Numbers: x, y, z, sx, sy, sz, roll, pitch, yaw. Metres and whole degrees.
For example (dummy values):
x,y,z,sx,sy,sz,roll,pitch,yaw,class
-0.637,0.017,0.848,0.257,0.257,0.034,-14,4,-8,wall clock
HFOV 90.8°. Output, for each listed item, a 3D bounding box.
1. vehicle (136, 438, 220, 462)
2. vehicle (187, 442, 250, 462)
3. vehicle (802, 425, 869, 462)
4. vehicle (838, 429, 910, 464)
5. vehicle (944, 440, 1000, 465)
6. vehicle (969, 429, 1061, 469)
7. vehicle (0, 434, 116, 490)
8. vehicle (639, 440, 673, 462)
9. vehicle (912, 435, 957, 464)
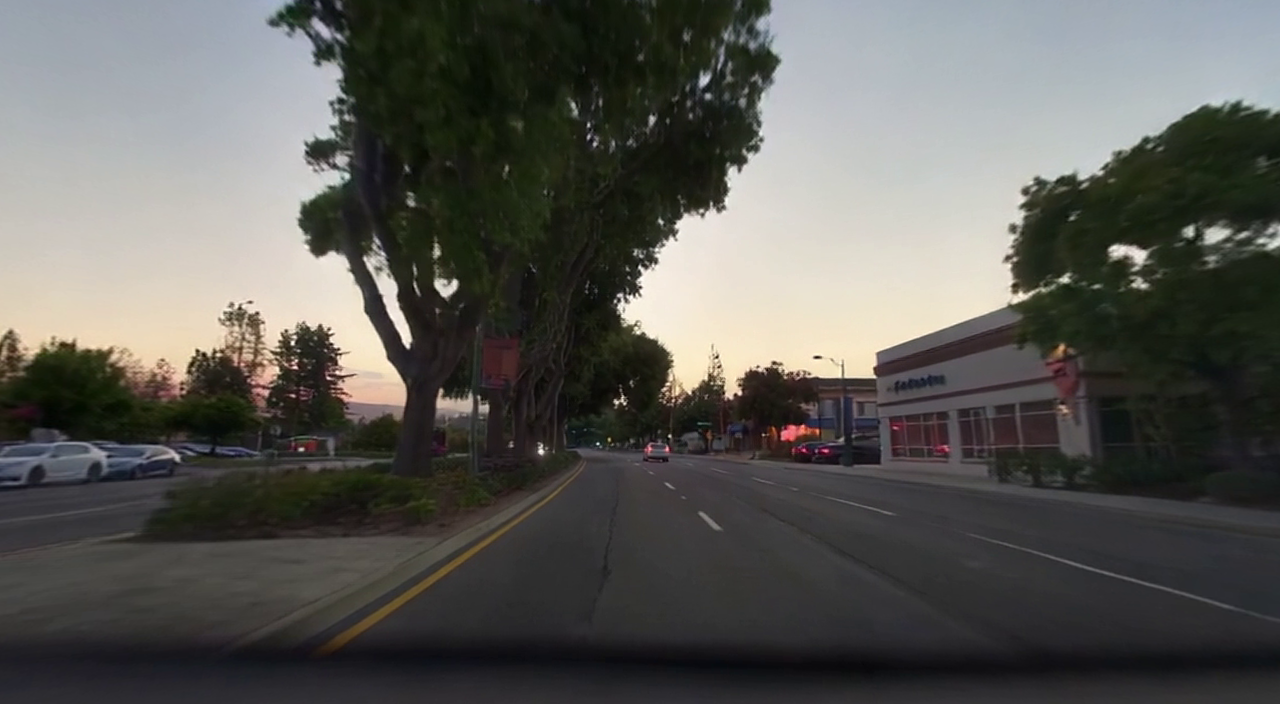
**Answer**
x,y,z,sx,sy,sz,roll,pitch,yaw,class
-32.573,6.919,44.622,4.240,1.576,2.038,0,-9,-5,vehicle
-31.759,7.543,47.654,3.543,1.363,1.606,2,-7,-5,vehicle
15.136,7.054,48.606,2.303,2.641,5.908,-9,-12,44,vehicle
17.360,6.970,46.644,2.727,2.396,5.918,-8,-12,43,vehicle
24.716,7.502,47.205,1.917,1.720,4.071,1,-8,0,vehicle
27.814,7.219,47.235,2.248,2.714,6.788,2,-8,-5,vehicle
-19.914,3.563,20.712,1.874,1.651,4.259,0,-8,-2,vehicle
1.087,7.077,45.430,1.913,1.473,4.360,0,-9,-5,vehicle
21.820,7.252,46.940,2.747,1.912,6.426,-5,-10,24,vehicle
